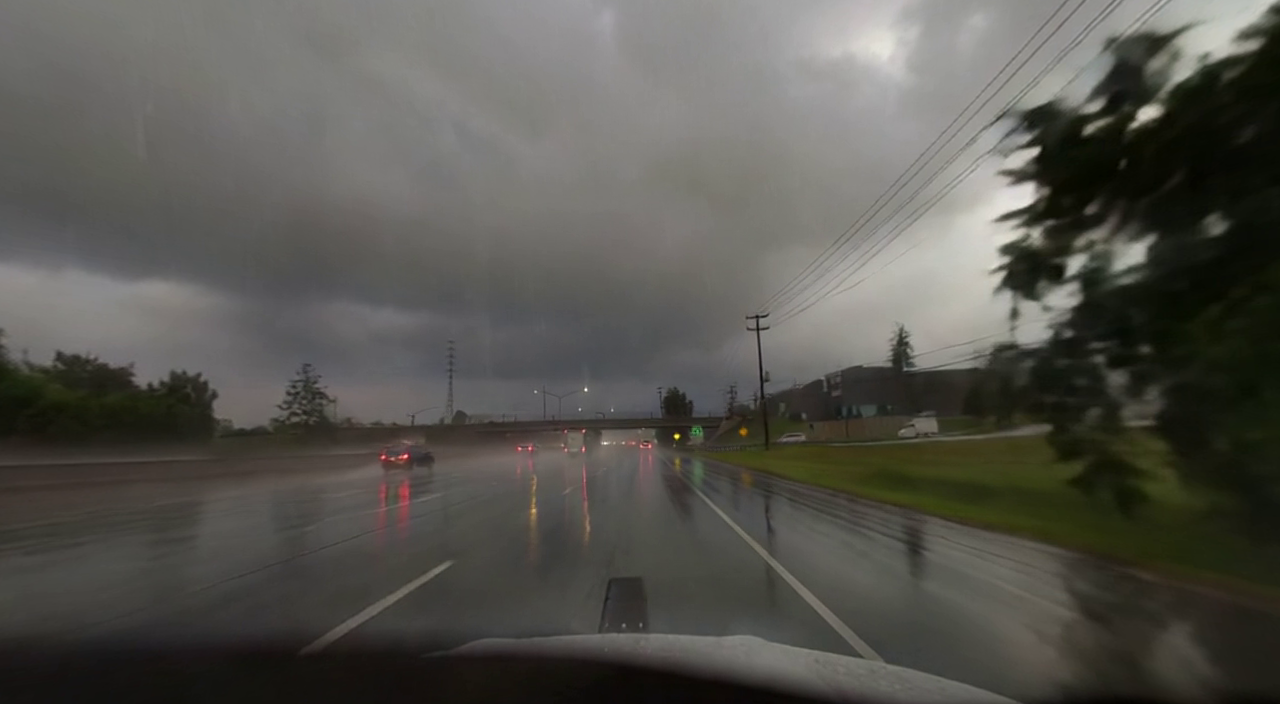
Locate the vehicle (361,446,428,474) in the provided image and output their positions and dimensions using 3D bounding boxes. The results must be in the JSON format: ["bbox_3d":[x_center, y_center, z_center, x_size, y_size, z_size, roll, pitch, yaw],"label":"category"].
[{"bbox_3d":[-14.057,6.217,36.440,1.988,1.477,4.442,0,-8,1],"label":"vehicle"}]
